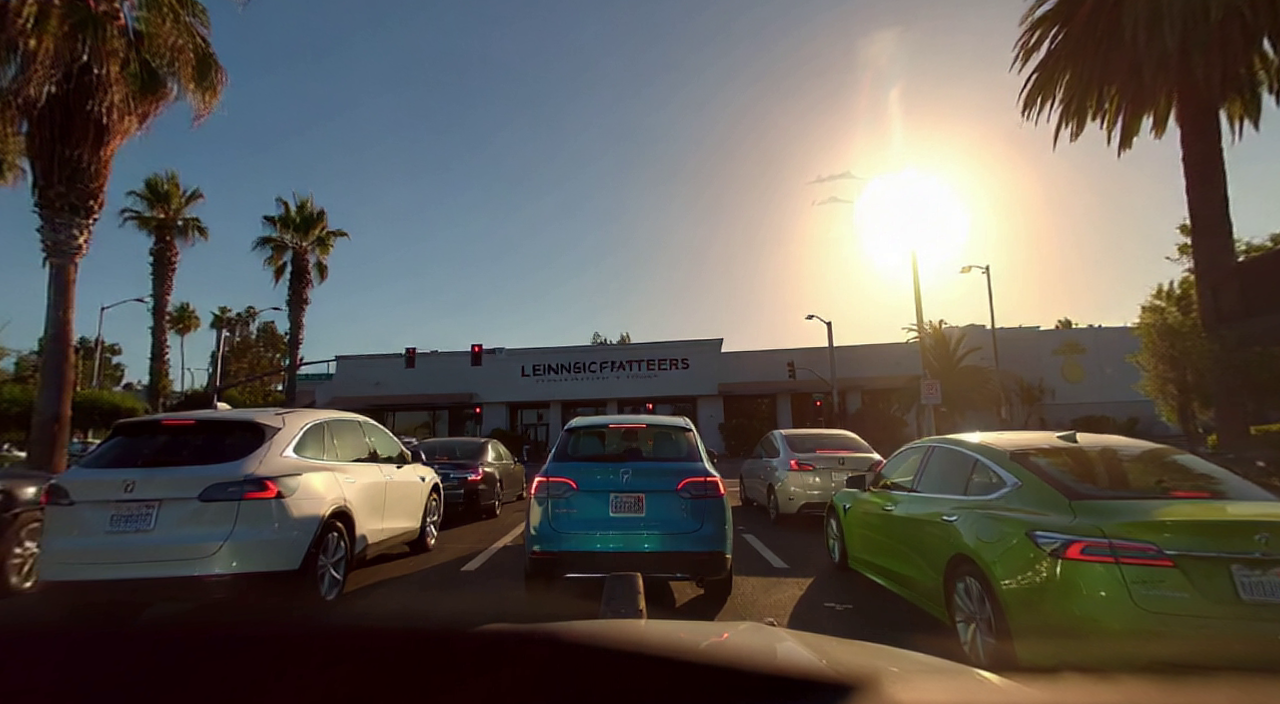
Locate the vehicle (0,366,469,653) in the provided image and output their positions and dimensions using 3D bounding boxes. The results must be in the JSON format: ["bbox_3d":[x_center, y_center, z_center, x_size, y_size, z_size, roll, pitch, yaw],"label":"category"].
[{"bbox_3d":[-3.335,1.282,6.128,2.014,1.755,4.360,0,-8,1],"label":"vehicle"}]

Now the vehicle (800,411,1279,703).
[{"bbox_3d":[2.974,1.367,5.244,2.017,1.491,4.611,0,-8,-1],"label":"vehicle"}]

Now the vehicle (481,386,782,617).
[{"bbox_3d":[-0.114,1.457,7.057,2.280,1.747,4.361,0,-8,-1],"label":"vehicle"}]
